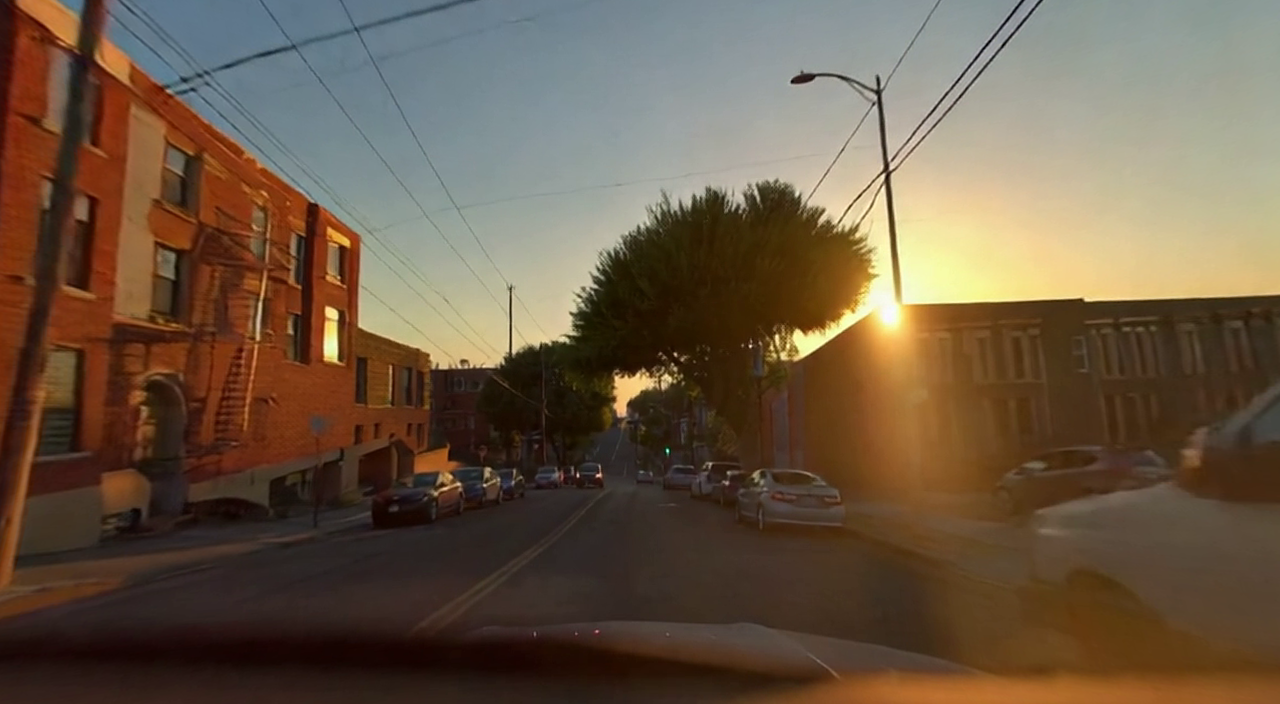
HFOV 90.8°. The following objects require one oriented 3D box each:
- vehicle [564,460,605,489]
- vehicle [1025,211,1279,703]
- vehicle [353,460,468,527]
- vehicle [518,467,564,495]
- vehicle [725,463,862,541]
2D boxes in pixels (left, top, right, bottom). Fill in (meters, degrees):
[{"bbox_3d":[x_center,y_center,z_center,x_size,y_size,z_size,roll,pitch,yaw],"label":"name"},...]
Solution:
[{"bbox_3d":[-3.784,8.554,44.136,2.236,1.834,4.743,-1,-11,3],"label":"vehicle"},{"bbox_3d":[3.165,0.373,0.148,2.480,2.230,5.704,0,-11,0],"label":"vehicle"},{"bbox_3d":[-6.839,4.281,19.510,1.930,1.756,4.955,0,-11,-3],"label":"vehicle"},{"bbox_3d":[-5.969,7.627,37.518,1.994,1.510,4.802,3,-11,-17],"label":"vehicle"},{"bbox_3d":[3.268,3.317,14.446,1.885,1.464,4.466,0,-11,-1],"label":"vehicle"}]
